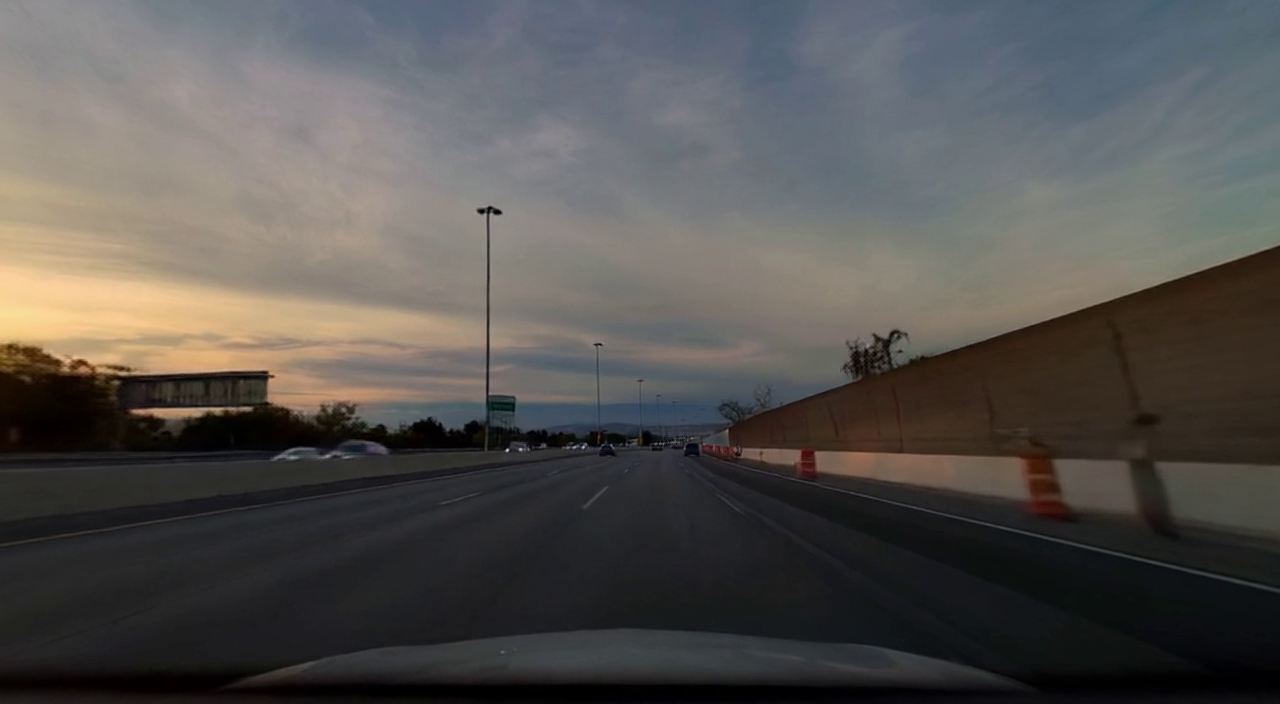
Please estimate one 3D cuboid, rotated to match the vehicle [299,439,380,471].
[{"bbox_3d":[-15.215,5.231,32.117,1.931,1.525,4.044,-1,-9,3],"label":"vehicle"}]
